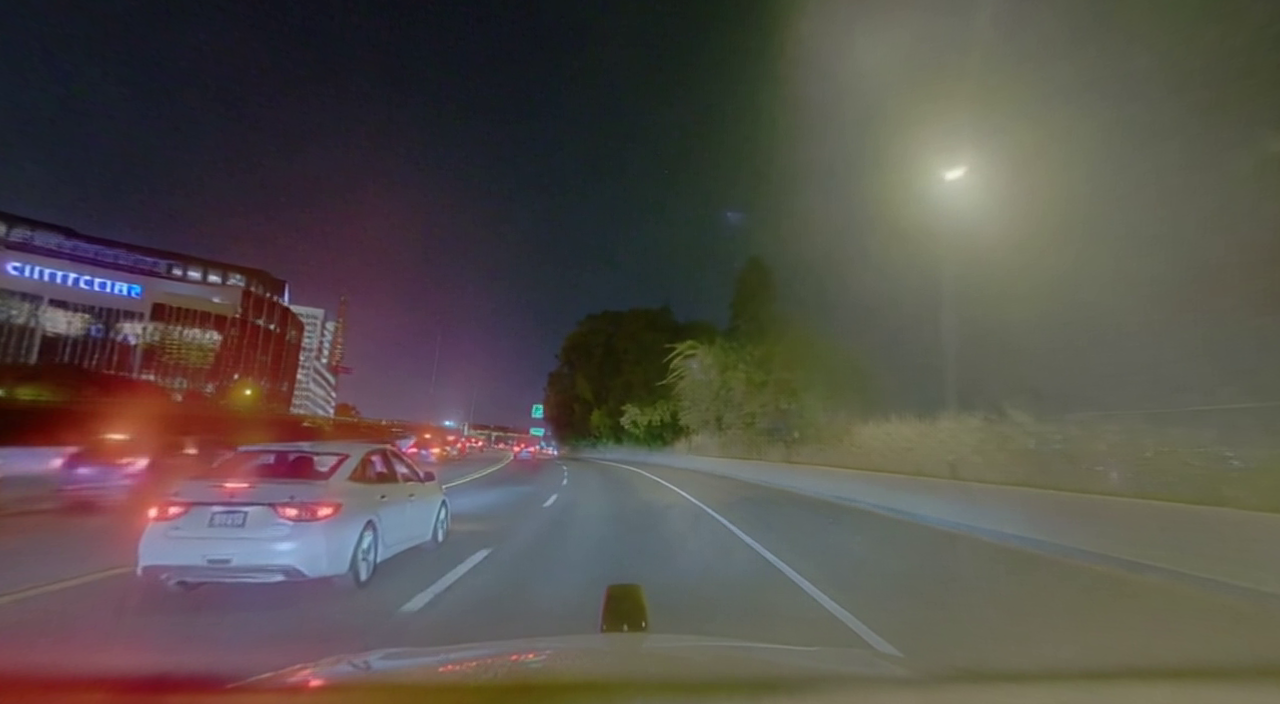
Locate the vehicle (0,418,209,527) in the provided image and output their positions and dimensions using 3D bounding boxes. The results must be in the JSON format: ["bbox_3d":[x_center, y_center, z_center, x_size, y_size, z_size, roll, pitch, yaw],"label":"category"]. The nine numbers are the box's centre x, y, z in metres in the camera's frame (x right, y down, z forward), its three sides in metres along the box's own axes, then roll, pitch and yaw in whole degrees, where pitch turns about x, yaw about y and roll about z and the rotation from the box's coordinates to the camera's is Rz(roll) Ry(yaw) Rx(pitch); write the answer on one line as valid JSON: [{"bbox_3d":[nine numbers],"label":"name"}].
[{"bbox_3d":[-11.028,2.239,12.240,2.028,1.675,4.870,0,-9,-3],"label":"vehicle"}]

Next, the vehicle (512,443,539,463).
[{"bbox_3d":[-8.882,7.841,49.115,1.885,1.469,4.211,1,-9,-9],"label":"vehicle"}]

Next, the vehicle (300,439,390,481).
[{"bbox_3d":[-11.737,4.295,25.371,1.897,1.538,4.033,0,-9,-4],"label":"vehicle"}]

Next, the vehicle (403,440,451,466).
[{"bbox_3d":[-13.282,6.330,39.569,1.957,1.514,4.528,1,-9,-7],"label":"vehicle"}]
